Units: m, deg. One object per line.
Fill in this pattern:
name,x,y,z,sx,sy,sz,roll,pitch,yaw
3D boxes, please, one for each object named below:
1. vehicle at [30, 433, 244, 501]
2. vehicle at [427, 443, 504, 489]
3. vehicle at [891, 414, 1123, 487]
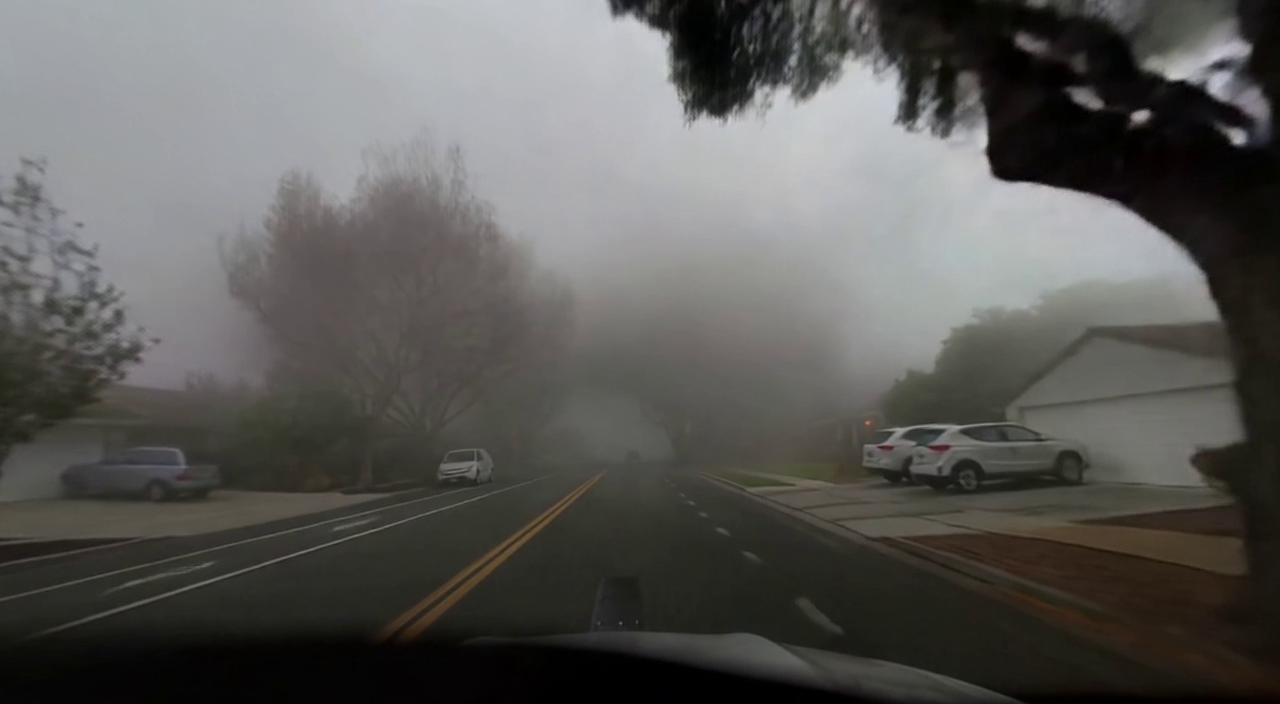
vehicle,-14.610,3.333,18.548,4.602,1.847,1.976,-1,-9,4
vehicle,-7.850,5.131,28.907,2.122,1.739,4.770,-4,-8,0
vehicle,8.968,2.449,15.766,4.535,1.697,1.968,0,-9,-1
